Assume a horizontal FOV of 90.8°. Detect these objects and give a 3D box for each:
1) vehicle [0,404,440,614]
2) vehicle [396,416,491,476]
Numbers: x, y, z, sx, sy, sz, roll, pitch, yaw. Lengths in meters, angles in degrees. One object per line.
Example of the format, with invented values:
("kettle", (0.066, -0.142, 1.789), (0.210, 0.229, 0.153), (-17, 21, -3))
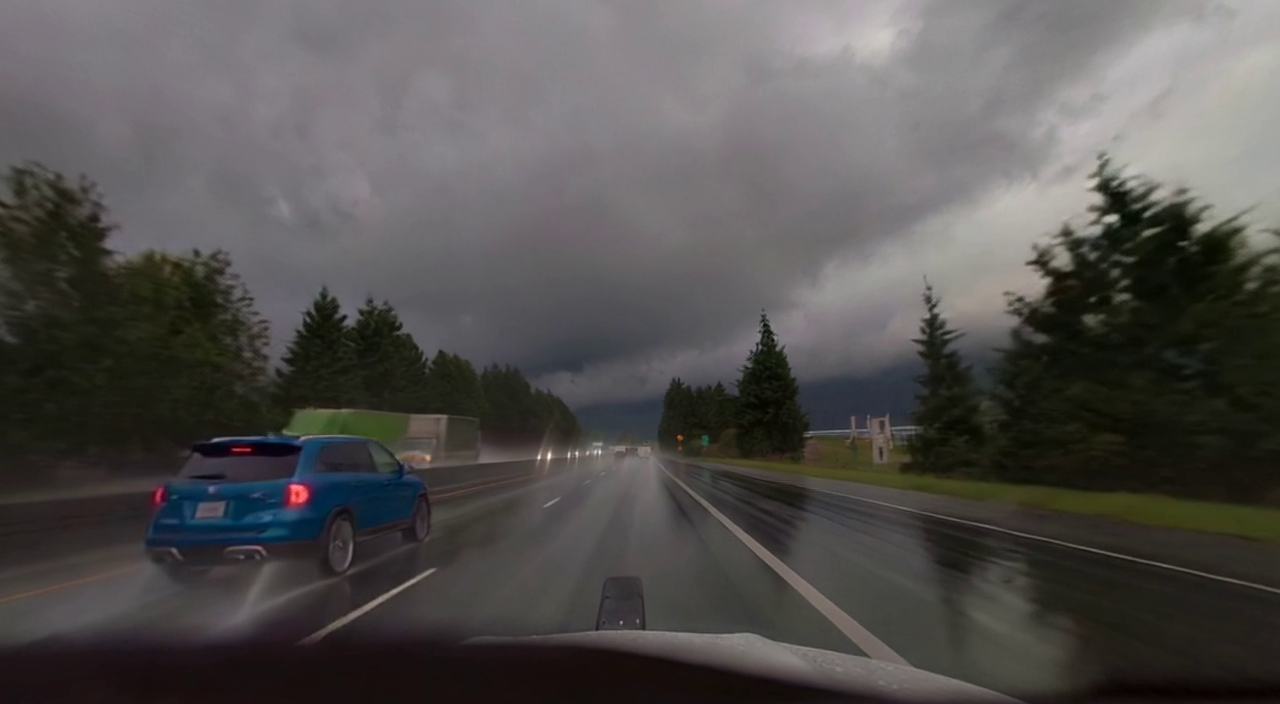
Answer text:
("vehicle", (-4.250, 1.649, 7.626), (2.110, 1.727, 4.607), (0, -8, 0))
("vehicle", (-12.753, 6.281, 42.222), (2.933, 3.457, 10.136), (0, -9, 1))
